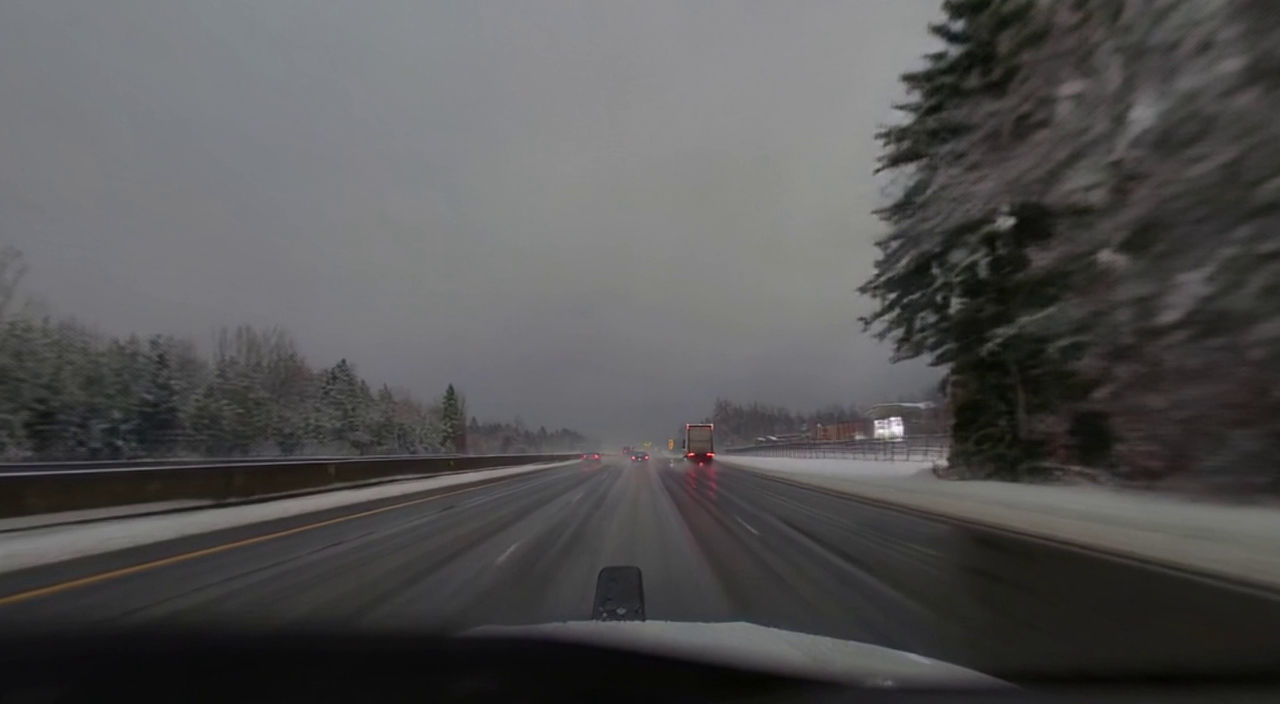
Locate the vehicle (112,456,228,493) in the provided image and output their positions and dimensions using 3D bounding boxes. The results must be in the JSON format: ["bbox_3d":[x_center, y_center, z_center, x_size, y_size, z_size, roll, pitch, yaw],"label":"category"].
[{"bbox_3d":[-23.869,6.199,32.353,1.976,1.631,5.170,0,-9,0],"label":"vehicle"}]
